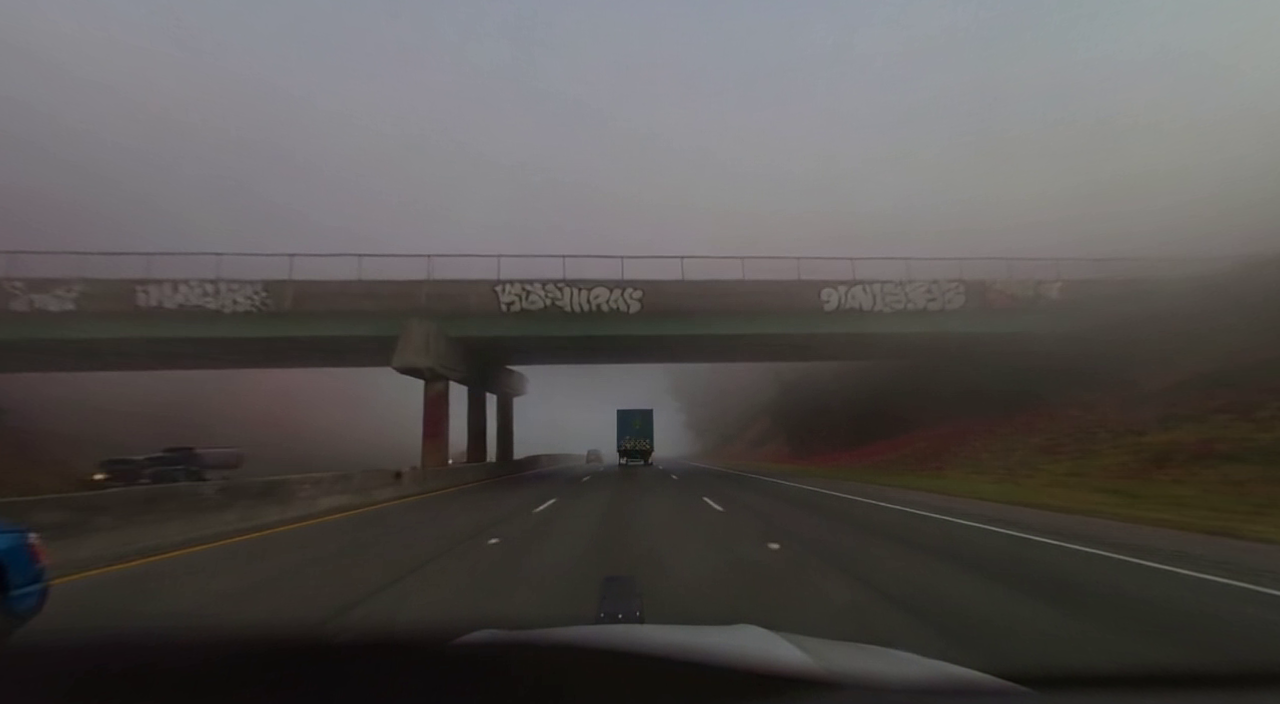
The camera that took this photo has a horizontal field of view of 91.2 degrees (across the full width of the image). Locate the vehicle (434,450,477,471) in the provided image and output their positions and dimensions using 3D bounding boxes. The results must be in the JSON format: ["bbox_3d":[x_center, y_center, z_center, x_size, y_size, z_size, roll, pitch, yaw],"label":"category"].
[{"bbox_3d":[-14.112,8.314,48.213,1.987,1.536,4.515,0,-9,-1],"label":"vehicle"}]
